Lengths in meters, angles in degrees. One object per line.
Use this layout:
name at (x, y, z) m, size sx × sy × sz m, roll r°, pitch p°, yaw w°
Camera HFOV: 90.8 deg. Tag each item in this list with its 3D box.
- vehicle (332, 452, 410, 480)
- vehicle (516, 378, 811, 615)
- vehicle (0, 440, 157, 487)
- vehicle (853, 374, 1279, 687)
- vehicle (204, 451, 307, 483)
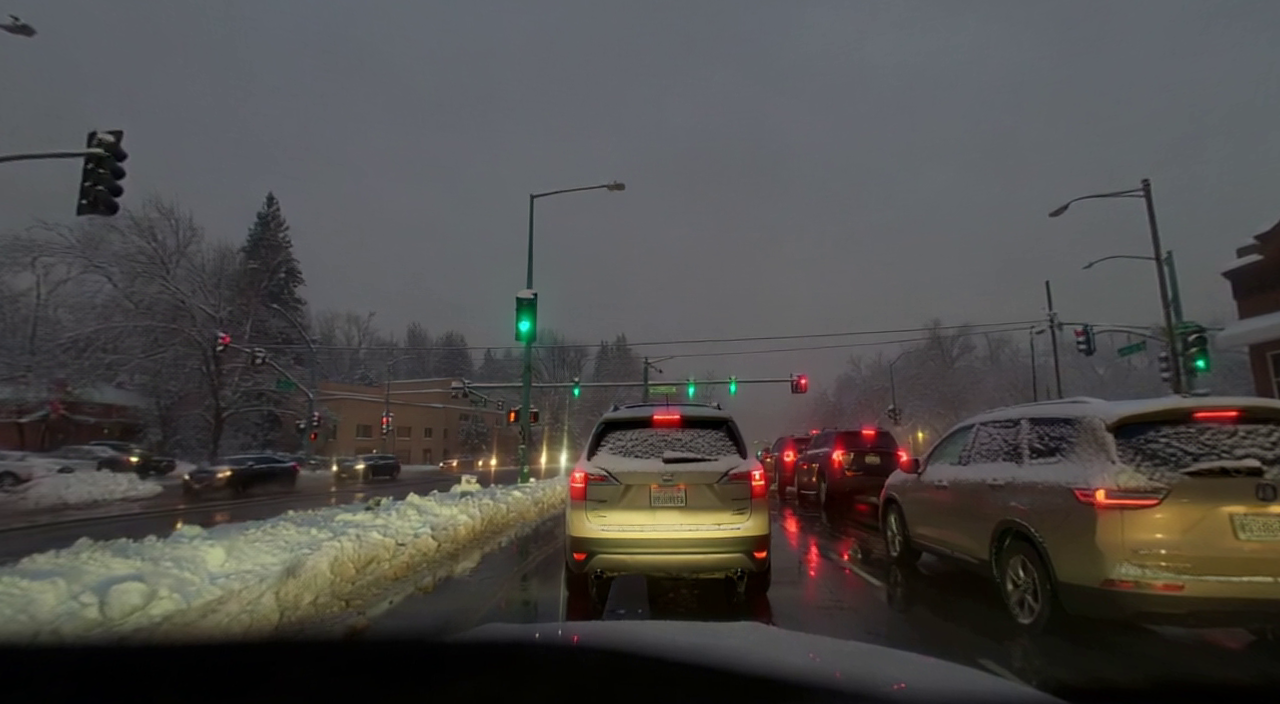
vehicle at (-18.492, 7.816, 43.727) m, size 2.089 × 1.739 × 4.744 m, roll -4°, pitch -9°, yaw 24°
vehicle at (0.228, 1.458, 7.216) m, size 2.292 × 1.840 × 4.394 m, roll 0°, pitch -9°, yaw 1°
vehicle at (-24.571, 4.836, 27.549) m, size 5.062 × 1.946 × 2.243 m, roll 0°, pitch -9°, yaw -1°
vehicle at (3.606, 1.287, 5.656) m, size 2.018 × 1.701 × 4.288 m, roll 0°, pitch -9°, yaw 2°
vehicle at (-24.433, 7.310, 40.352) m, size 5.156 × 1.849 × 2.044 m, roll 2°, pitch -9°, yaw -16°
